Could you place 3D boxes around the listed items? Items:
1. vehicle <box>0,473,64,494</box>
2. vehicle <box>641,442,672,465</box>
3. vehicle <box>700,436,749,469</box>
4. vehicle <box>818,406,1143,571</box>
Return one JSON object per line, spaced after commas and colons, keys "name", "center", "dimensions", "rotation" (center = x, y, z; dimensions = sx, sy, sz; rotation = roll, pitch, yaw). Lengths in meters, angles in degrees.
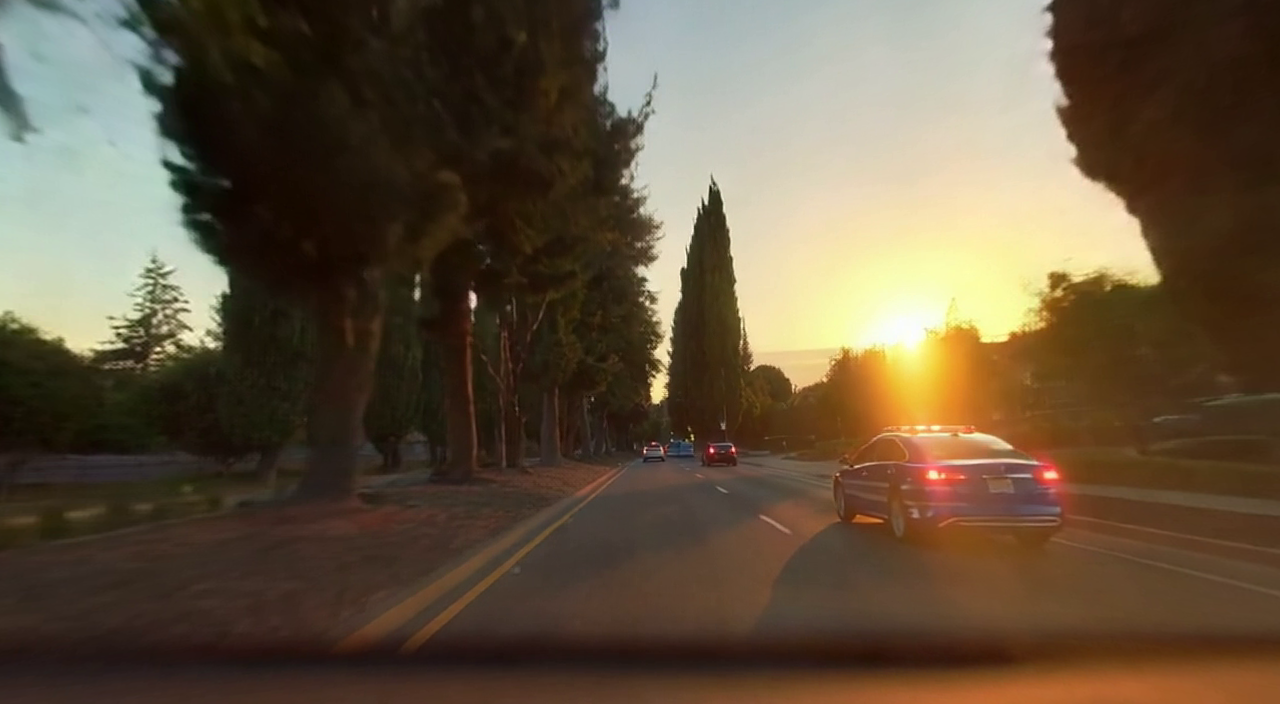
{"name": "vehicle", "center": [-48.103, 10.365, 49.697], "dimensions": [3.488, 1.525, 1.736], "rotation": [0, -8, -1]}
{"name": "vehicle", "center": [1.087, 6.934, 43.347], "dimensions": [2.026, 1.466, 4.282], "rotation": [-1, -8, 0]}
{"name": "vehicle", "center": [4.591, 5.532, 34.928], "dimensions": [2.110, 1.666, 3.912], "rotation": [-1, -8, 0]}
{"name": "vehicle", "center": [4.046, 1.682, 8.522], "dimensions": [2.052, 1.639, 4.123], "rotation": [-1, -8, 0]}
